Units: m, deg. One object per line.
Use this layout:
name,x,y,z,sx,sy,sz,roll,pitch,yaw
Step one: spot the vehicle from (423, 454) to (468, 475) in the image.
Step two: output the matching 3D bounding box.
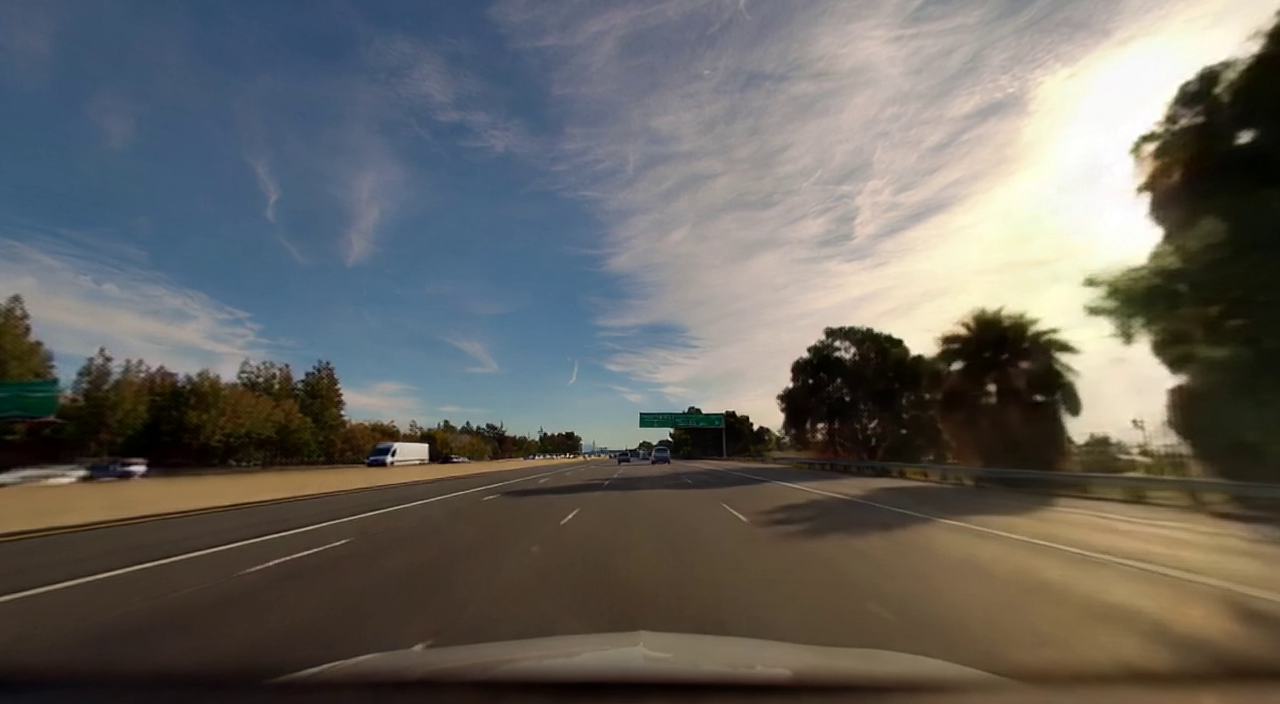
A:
vehicle,-15.016,8.691,48.911,1.903,1.486,4.666,0,-9,1

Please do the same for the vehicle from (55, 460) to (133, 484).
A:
vehicle,-34.884,7.673,40.394,1.713,1.418,3.632,0,-9,0
